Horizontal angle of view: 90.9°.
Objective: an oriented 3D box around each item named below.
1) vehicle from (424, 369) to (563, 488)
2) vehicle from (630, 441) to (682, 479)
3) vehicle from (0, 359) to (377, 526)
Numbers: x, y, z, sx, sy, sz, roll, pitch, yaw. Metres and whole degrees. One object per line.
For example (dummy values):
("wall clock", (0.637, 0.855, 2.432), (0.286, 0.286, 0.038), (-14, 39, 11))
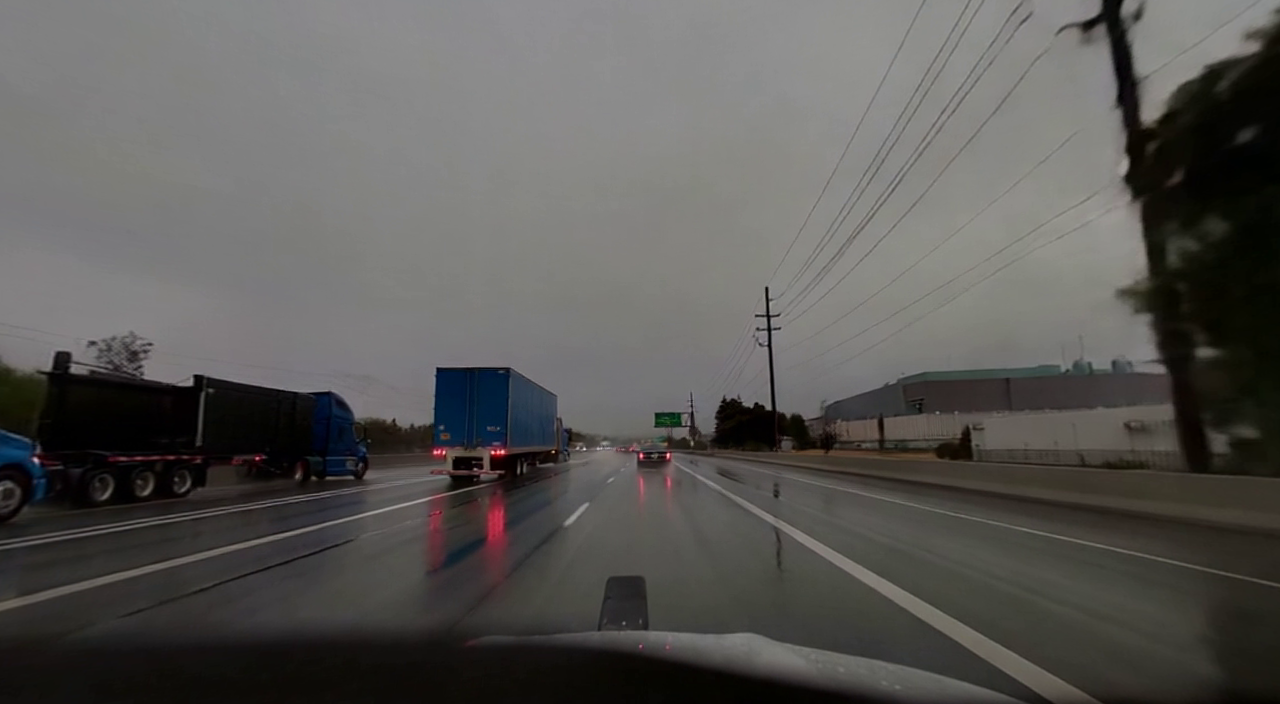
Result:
("vehicle", (-5.963, 3.755, 29.437), (2.907, 4.081, 15.311), (0, -8, 0))
("vehicle", (0.624, 4.597, 27.143), (2.055, 1.514, 4.323), (0, -8, 0))
("vehicle", (-10.491, 2.385, 16.673), (2.896, 3.140, 9.491), (0, -8, 1))
